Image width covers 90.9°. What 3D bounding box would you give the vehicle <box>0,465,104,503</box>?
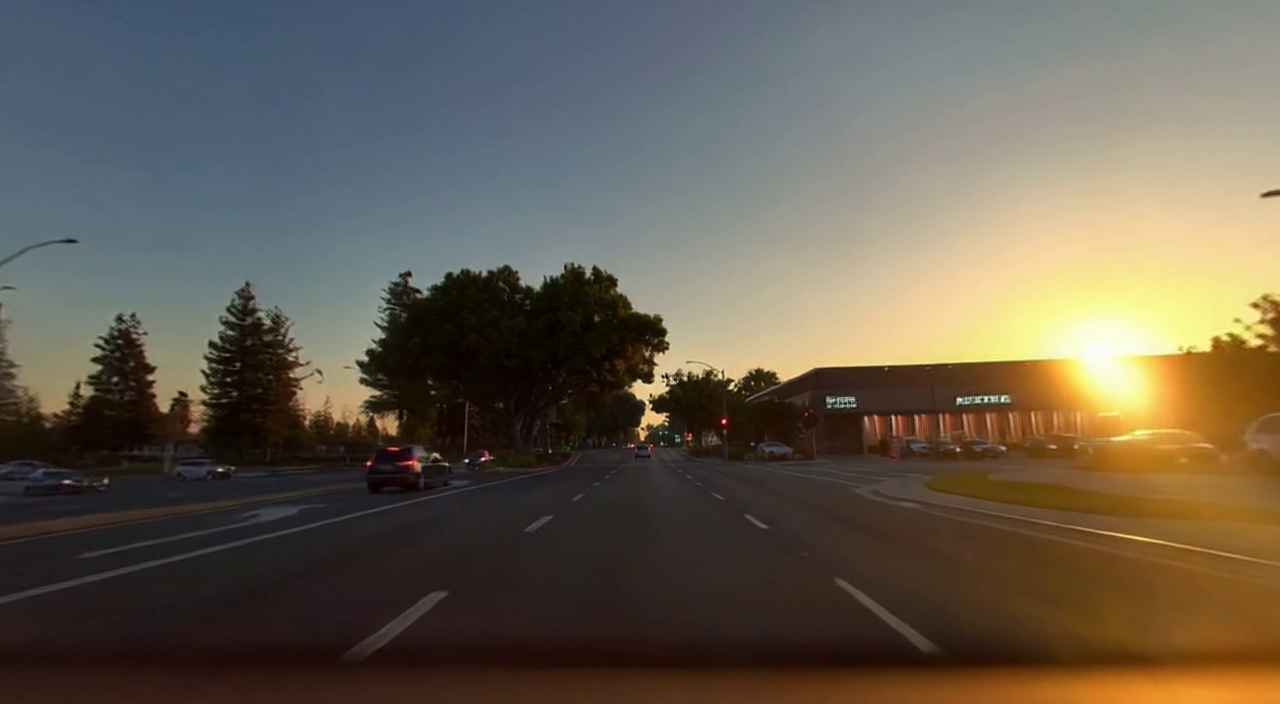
[{"bbox_3d":[-27.222,5.908,28.424,4.805,1.537,1.936,-2,-9,11],"label":"vehicle"}]

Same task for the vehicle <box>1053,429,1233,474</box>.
[{"bbox_3d":[16.877,3.360,21.375,1.796,1.351,4.358,6,-11,-36],"label":"vehicle"}]

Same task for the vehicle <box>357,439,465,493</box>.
[{"bbox_3d":[-7.878,3.947,22.280,2.231,1.650,5.052,0,-8,-4],"label":"vehicle"}]

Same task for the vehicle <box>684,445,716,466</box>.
[{"bbox_3d":[4.460,7.795,47.588,1.913,1.463,4.198,0,-8,-1],"label":"vehicle"}]

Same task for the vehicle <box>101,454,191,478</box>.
[{"bbox_3d":[-34.217,7.883,43.735,4.520,1.524,2.075,0,-8,1],"label":"vehicle"}]
